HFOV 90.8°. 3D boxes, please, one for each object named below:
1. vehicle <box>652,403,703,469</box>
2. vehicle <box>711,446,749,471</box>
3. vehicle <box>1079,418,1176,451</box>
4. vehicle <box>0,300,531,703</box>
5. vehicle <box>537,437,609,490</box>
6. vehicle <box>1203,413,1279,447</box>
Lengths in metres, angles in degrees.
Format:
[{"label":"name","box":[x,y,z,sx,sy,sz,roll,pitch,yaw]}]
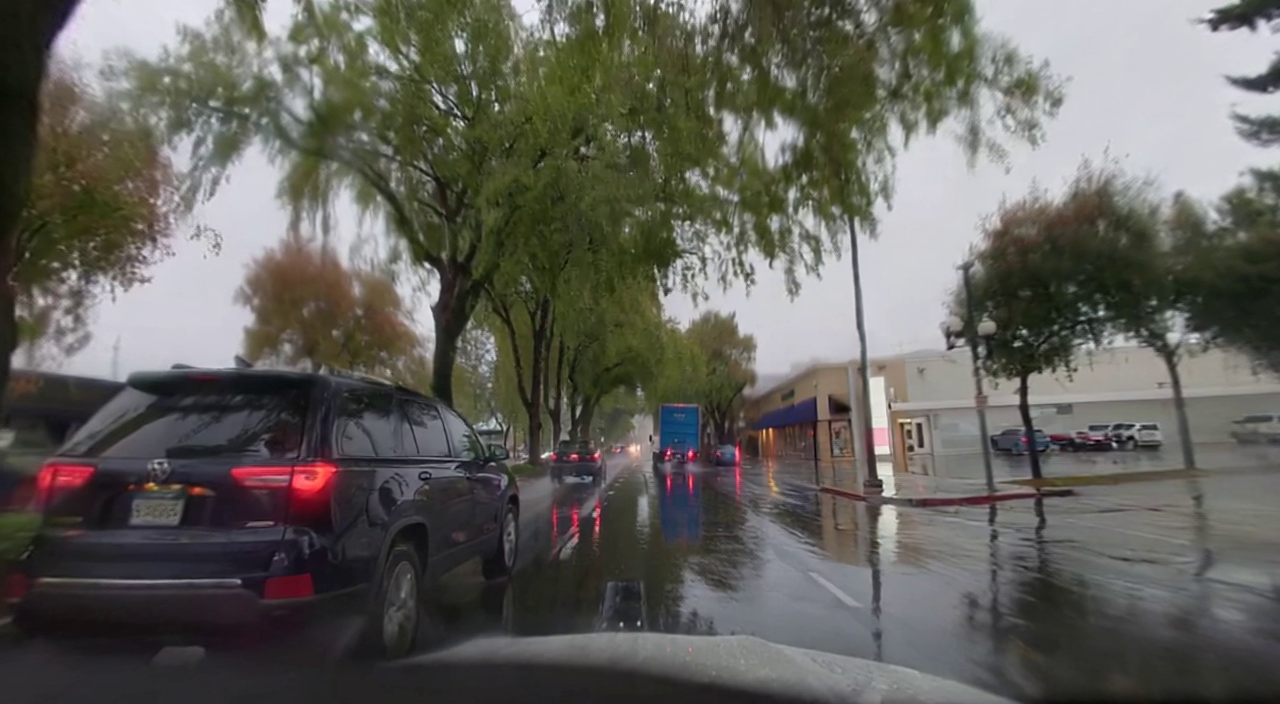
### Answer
[{"label":"vehicle","box":[2.525,6.416,47.446,3.007,4.206,12.913,0,-9,0]},{"label":"vehicle","box":[5.665,6.767,40.340,1.929,1.522,4.158,0,-9,2]},{"label":"vehicle","box":[29.205,5.016,38.090,2.007,1.869,4.771,0,-9,1]},{"label":"vehicle","box":[-2.572,1.130,5.269,2.293,2.036,4.853,0,-9,2]},{"label":"vehicle","box":[-2.296,4.012,23.010,2.040,1.711,4.475,0,-9,1]},{"label":"vehicle","box":[35.309,4.457,36.079,1.910,1.799,4.724,-4,-9,1]}]
